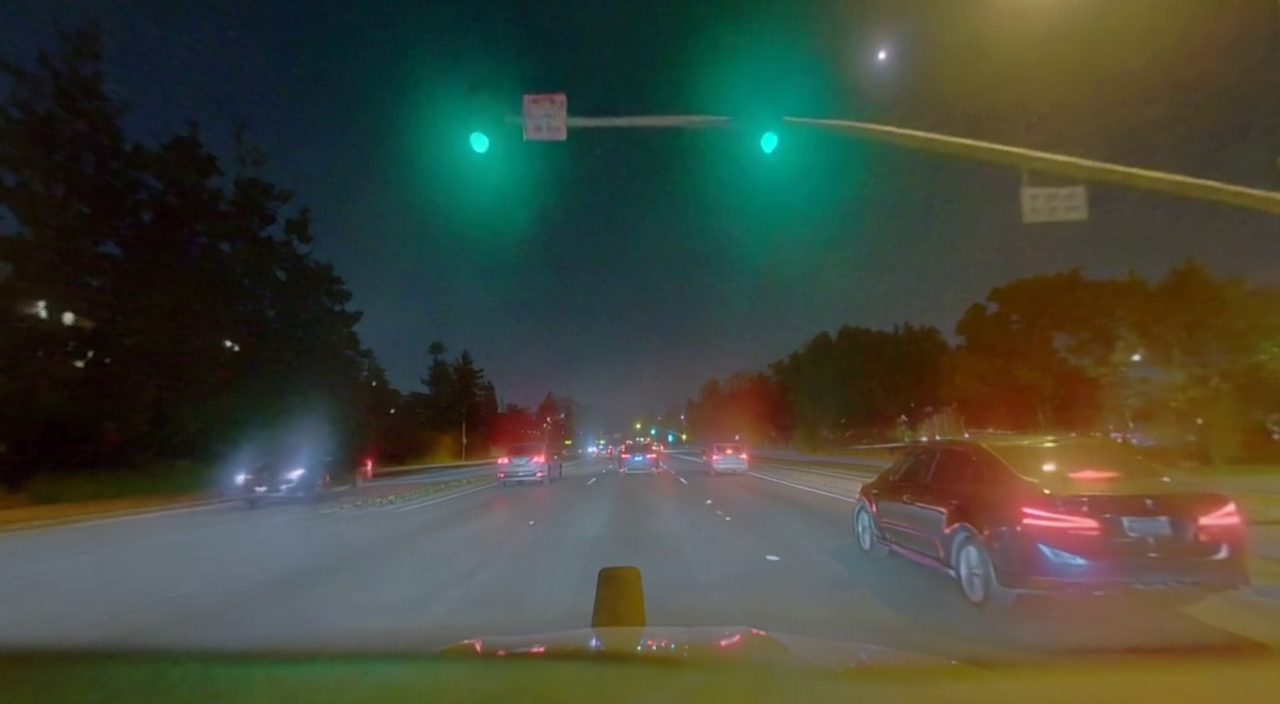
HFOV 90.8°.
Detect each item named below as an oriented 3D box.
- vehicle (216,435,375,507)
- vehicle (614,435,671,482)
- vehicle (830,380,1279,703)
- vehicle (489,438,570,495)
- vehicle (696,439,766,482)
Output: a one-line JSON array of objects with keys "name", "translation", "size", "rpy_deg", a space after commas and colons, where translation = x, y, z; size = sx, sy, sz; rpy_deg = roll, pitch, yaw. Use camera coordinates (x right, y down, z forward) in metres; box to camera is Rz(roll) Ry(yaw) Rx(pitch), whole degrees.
[{"name": "vehicle", "translation": [-9.491, 3.281, 17.909], "size": [2.045, 1.730, 4.375], "rpy_deg": [0, -8, 0]}, {"name": "vehicle", "translation": [0.063, 4.303, 25.794], "size": [2.150, 1.725, 4.096], "rpy_deg": [0, -8, -1]}, {"name": "vehicle", "translation": [3.457, 1.307, 5.585], "size": [2.069, 1.644, 4.714], "rpy_deg": [0, -8, 0]}, {"name": "vehicle", "translation": [-3.381, 3.566, 20.094], "size": [1.823, 1.602, 4.061], "rpy_deg": [0, -8, 0]}, {"name": "vehicle", "translation": [3.481, 4.251, 24.989], "size": [2.068, 1.541, 4.041], "rpy_deg": [0, -8, -1]}]
